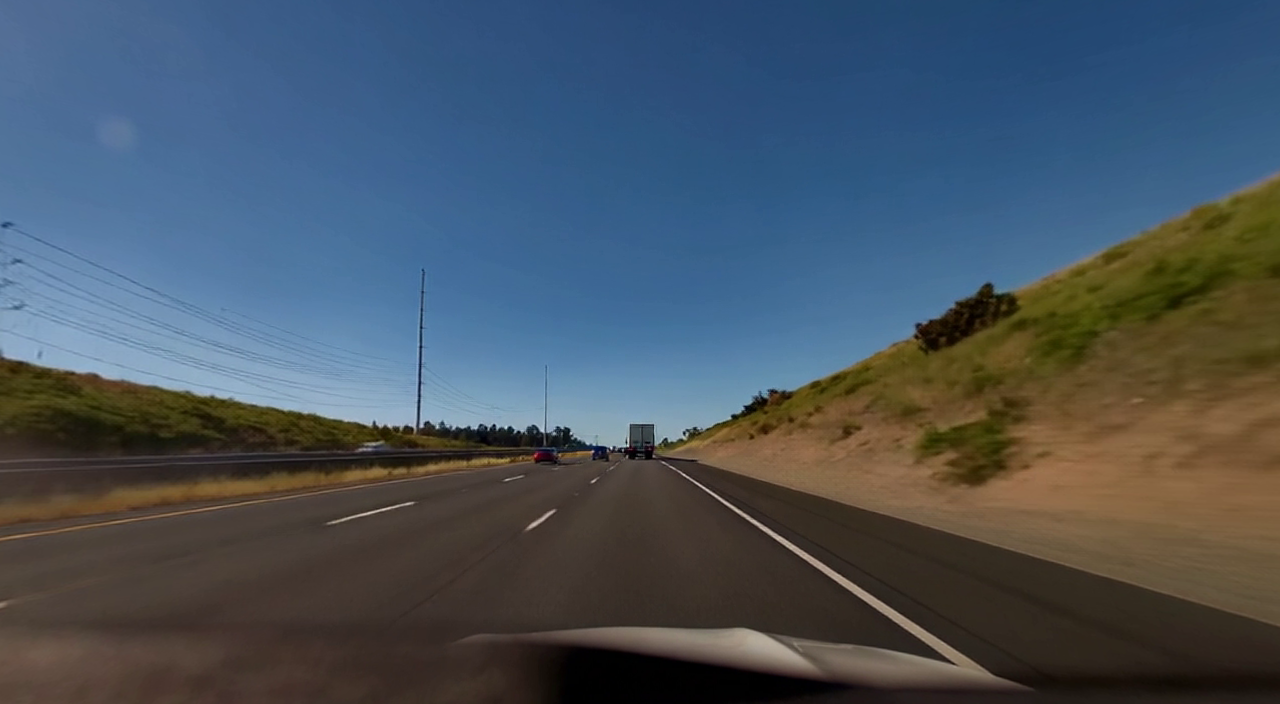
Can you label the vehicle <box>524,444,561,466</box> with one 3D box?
[{"bbox_3d":[-7.246,7.768,47.440,2.066,1.558,4.607,0,-9,0],"label":"vehicle"}]
